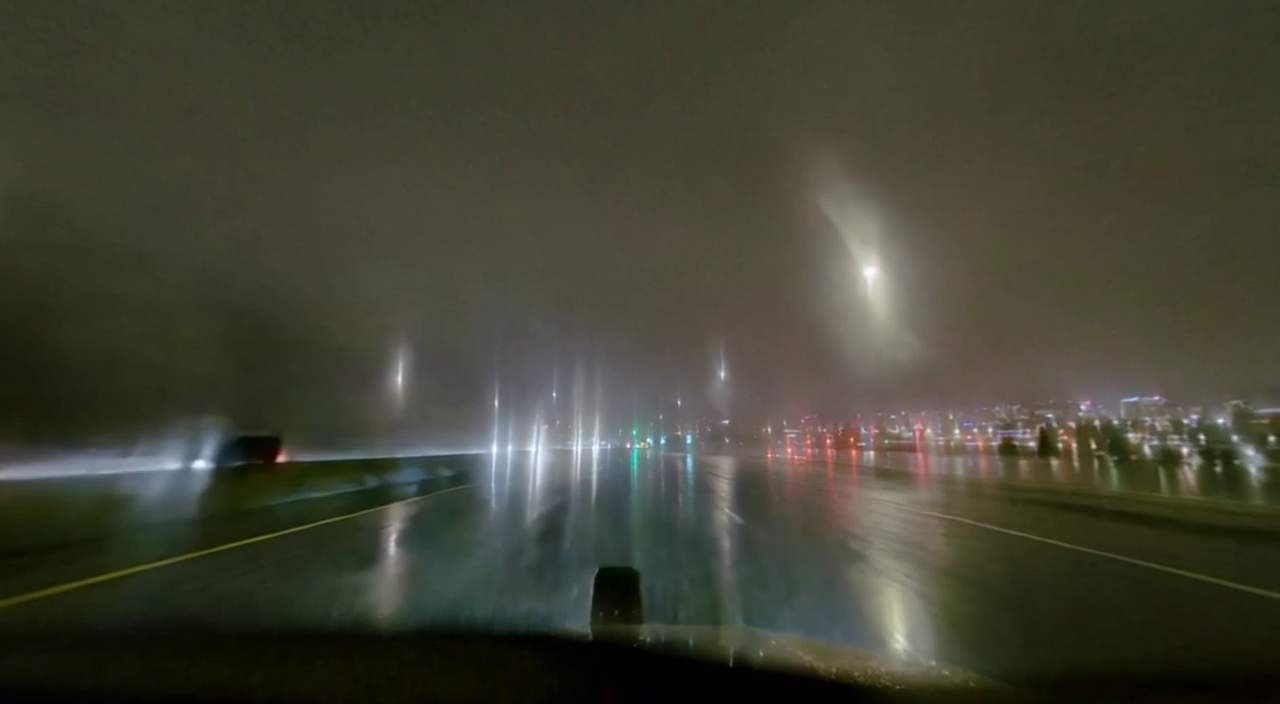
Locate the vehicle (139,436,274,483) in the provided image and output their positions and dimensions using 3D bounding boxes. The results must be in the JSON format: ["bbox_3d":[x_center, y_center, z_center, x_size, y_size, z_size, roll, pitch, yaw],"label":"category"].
[{"bbox_3d":[-19.248,4.776,28.475,2.133,1.837,5.559,0,-8,0],"label":"vehicle"}]
